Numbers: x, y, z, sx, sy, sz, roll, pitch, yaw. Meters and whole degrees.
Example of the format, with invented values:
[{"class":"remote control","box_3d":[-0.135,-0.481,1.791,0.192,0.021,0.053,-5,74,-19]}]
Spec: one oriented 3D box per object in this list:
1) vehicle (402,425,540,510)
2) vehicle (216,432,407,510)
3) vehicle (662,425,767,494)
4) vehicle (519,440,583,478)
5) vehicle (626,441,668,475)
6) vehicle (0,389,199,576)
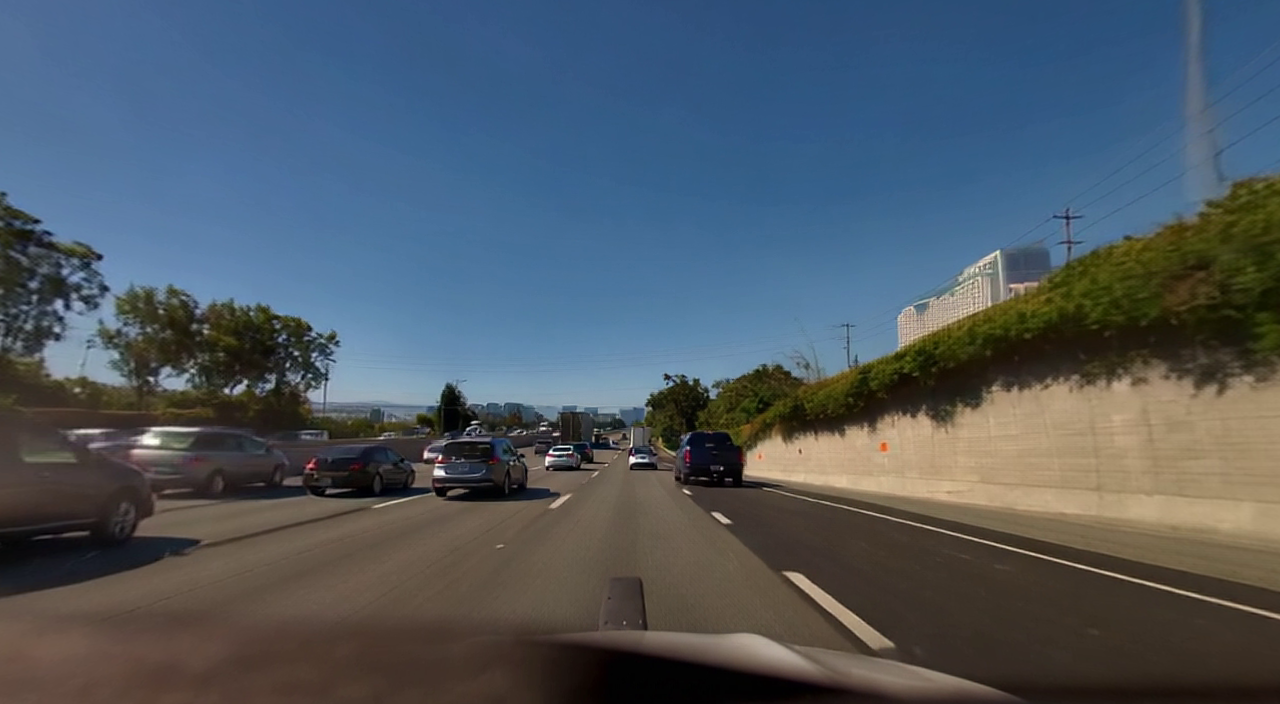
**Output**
[{"class":"vehicle","box_3d":[-3.800,2.692,15.151,2.026,1.719,4.490,0,-8,1]},{"class":"vehicle","box_3d":[-7.391,2.704,14.893,1.985,1.529,4.710,0,-8,0]},{"class":"vehicle","box_3d":[2.417,3.748,22.485,2.793,2.132,5.682,0,-8,-3]},{"class":"vehicle","box_3d":[-3.798,4.658,27.822,2.049,1.530,4.707,0,-8,1]},{"class":"vehicle","box_3d":[0.337,5.544,33.258,2.092,1.671,3.889,0,-8,-1]},{"class":"vehicle","box_3d":[-7.407,1.337,6.558,2.222,1.825,4.640,0,-8,1]}]
